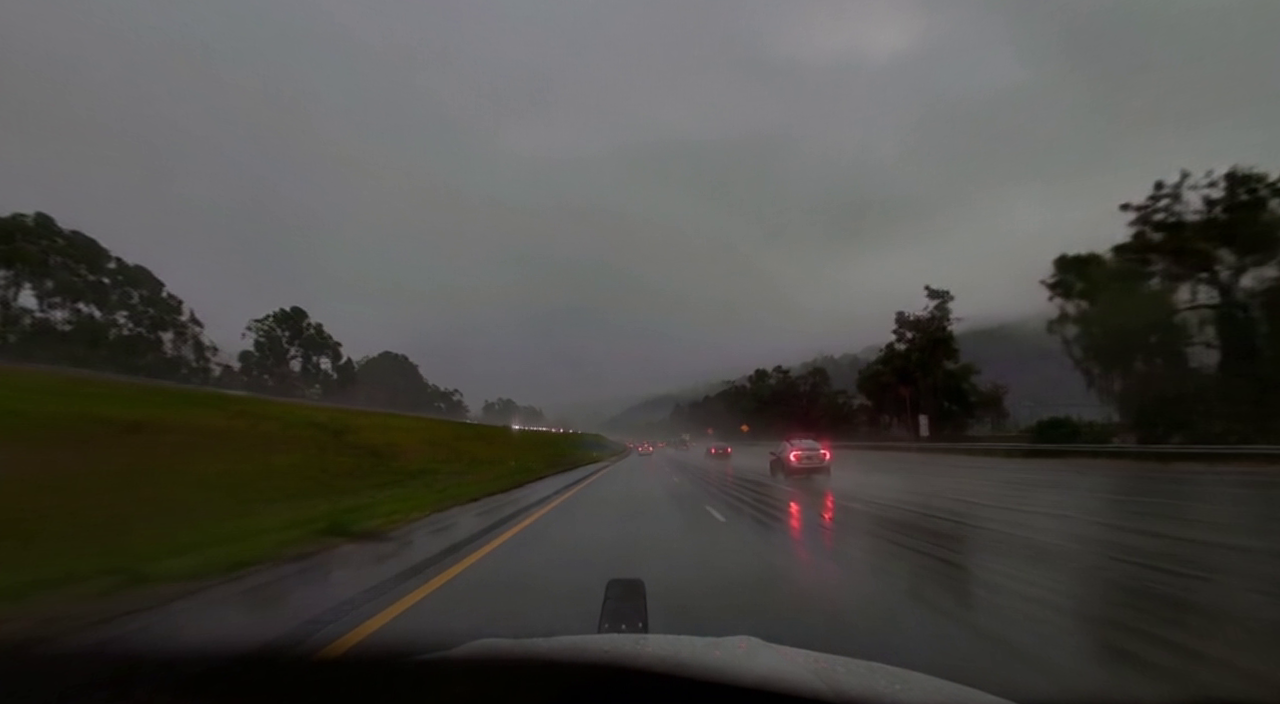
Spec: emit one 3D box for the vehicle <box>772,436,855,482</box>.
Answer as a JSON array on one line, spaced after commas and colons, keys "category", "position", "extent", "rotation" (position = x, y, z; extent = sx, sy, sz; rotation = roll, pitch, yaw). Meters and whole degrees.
[{"category": "vehicle", "position": [6.973, 4.358, 25.833], "extent": [2.048, 1.697, 4.689], "rotation": [0, -8, 0]}]
